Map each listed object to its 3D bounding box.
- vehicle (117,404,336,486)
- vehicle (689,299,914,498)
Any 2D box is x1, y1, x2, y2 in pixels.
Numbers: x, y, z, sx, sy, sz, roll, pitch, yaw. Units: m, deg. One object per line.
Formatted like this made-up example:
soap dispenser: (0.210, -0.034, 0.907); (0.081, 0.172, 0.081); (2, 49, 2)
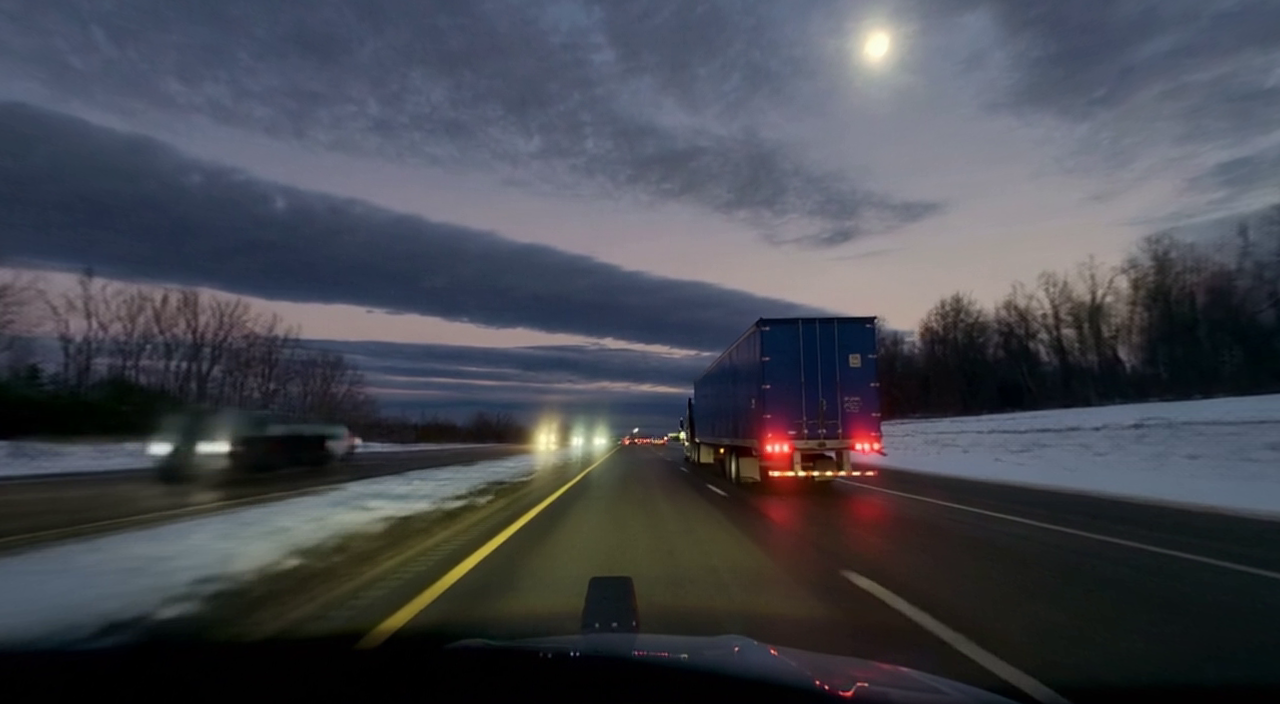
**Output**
vehicle: (-8.748, 2.026, 13.886); (1.918, 1.523, 4.278); (0, -8, 0)
vehicle: (4.070, 2.121, 21.990); (3.203, 4.273, 17.131); (0, -8, -1)
